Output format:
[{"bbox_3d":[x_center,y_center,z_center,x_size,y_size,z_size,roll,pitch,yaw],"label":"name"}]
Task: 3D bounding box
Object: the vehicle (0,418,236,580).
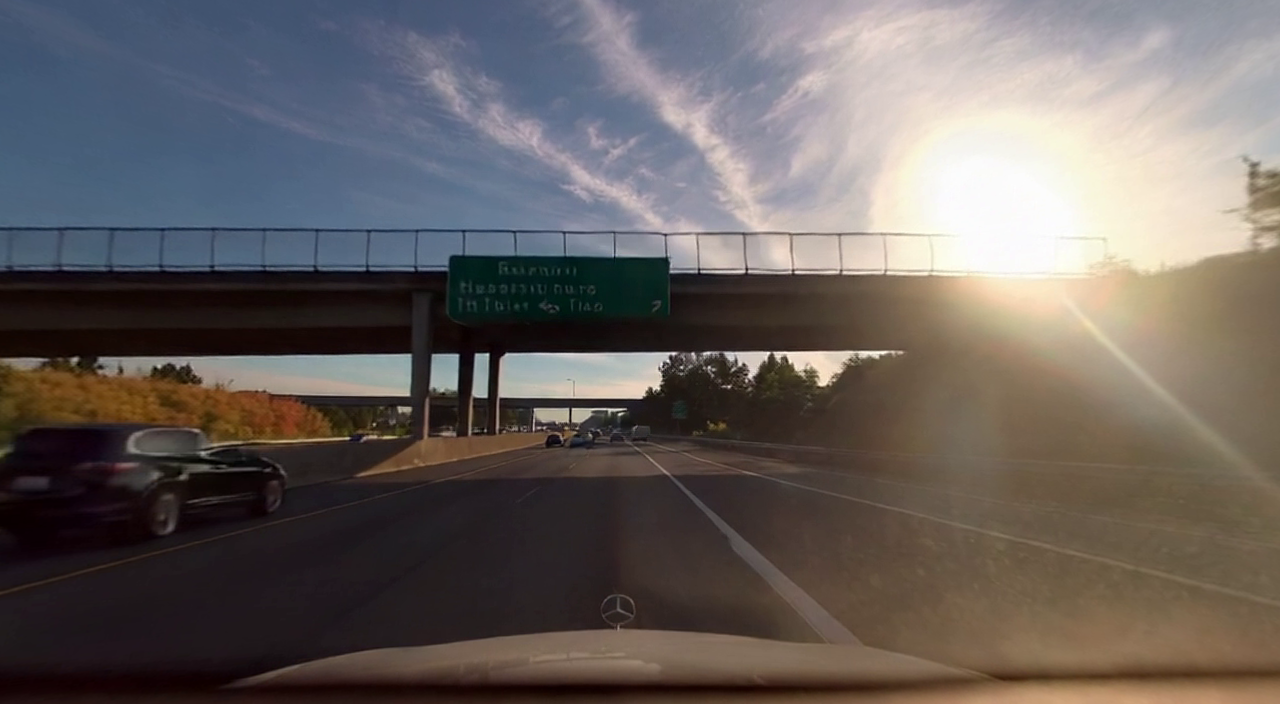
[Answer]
[{"bbox_3d":[-7.207,1.564,7.215,2.216,1.522,4.412,0,-7,-1],"label":"vehicle"}]
